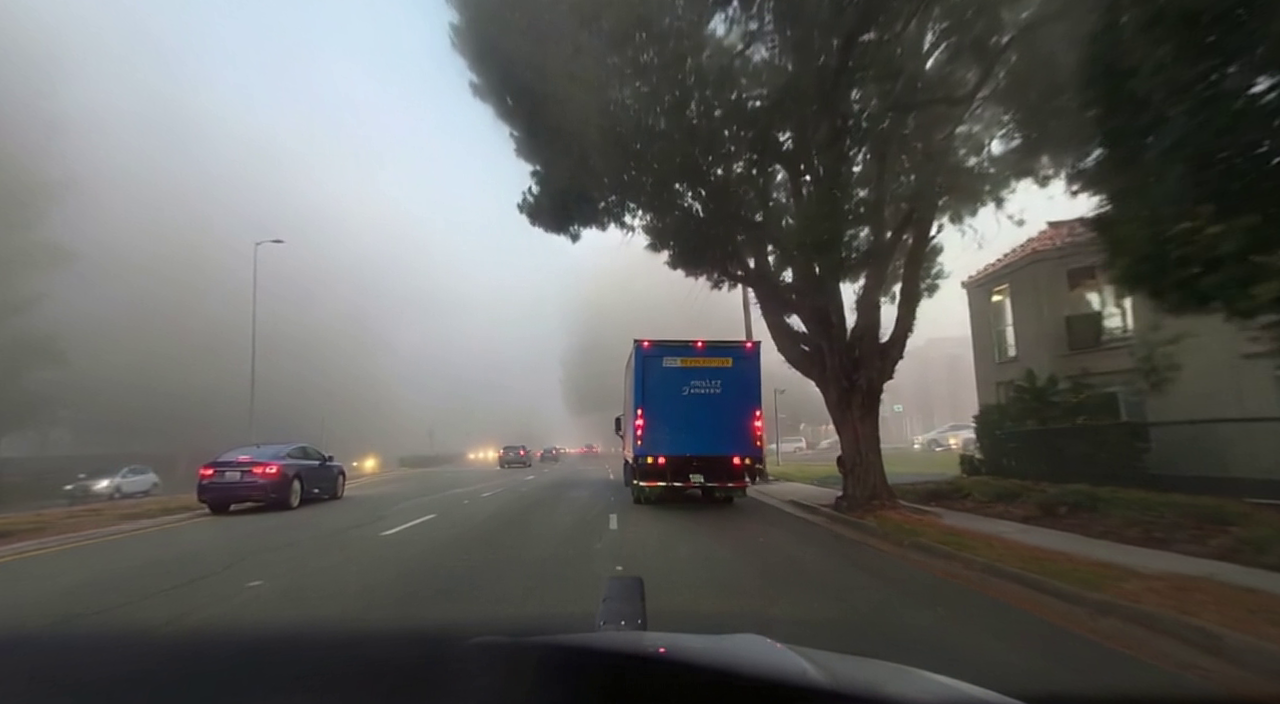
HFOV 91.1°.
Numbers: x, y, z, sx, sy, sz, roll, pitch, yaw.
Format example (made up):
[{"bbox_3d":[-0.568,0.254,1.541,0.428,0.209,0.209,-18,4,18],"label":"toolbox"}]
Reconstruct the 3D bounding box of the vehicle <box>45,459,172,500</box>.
[{"bbox_3d":[-25.885,6.206,30.861,2.180,1.681,4.770,0,-8,-3],"label":"vehicle"}]

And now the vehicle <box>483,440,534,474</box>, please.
[{"bbox_3d":[-7.416,5.931,35.824,2.095,1.759,4.433,0,-8,-2],"label":"vehicle"}]

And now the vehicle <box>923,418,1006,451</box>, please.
[{"bbox_3d":[18.934,4.900,36.871,1.880,1.804,4.679,1,-9,-8],"label":"vehicle"}]

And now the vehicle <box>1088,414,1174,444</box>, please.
[{"bbox_3d":[29.476,4.685,37.831,1.827,1.498,3.785,-5,-8,-6],"label":"vehicle"}]

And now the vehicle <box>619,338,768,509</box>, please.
[{"bbox_3d":[1.010,2.132,17.913,2.905,3.644,8.807,1,-8,-4],"label":"vehicle"}]

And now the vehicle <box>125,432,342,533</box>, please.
[{"bbox_3d":[-7.905,2.509,12.824,1.958,1.672,4.283,1,-8,-7],"label":"vehicle"}]

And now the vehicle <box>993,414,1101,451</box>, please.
[{"bbox_3d":[24.233,4.893,37.739,2.220,1.981,5.827,3,-8,-5],"label":"vehicle"}]

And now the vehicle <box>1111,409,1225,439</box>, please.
[{"bbox_3d":[32.416,4.520,38.836,2.039,1.714,5.431,1,-8,-5],"label":"vehicle"}]

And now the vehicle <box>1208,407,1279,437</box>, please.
[{"bbox_3d":[38.578,4.364,38.785,1.858,1.687,5.044,0,-9,-6],"label":"vehicle"}]
